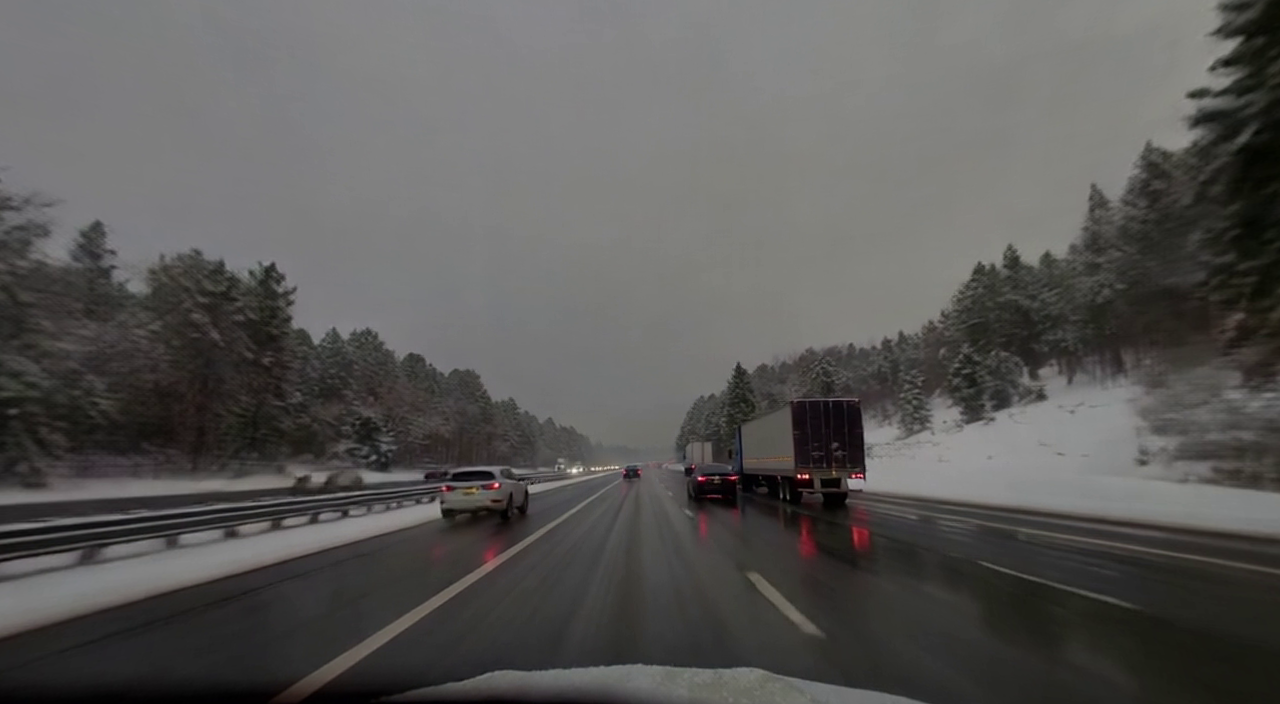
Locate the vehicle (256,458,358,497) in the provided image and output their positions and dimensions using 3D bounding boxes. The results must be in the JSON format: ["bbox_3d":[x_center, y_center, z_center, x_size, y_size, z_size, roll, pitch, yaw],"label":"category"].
[{"bbox_3d":[-15.198,5.753,29.020,1.949,1.577,4.837,1,-10,1],"label":"vehicle"}]

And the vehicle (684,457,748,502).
[{"bbox_3d":[3.143,5.391,26.870,2.050,1.708,4.457,1,-10,-1],"label":"vehicle"}]

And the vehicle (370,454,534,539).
[{"bbox_3d":[-3.789,3.033,13.711,2.065,1.485,4.682,1,-10,1],"label":"vehicle"}]

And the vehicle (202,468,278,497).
[{"bbox_3d":[-22.318,7.256,35.177,1.666,1.484,3.689,1,-11,2],"label":"vehicle"}]

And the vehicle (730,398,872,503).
[{"bbox_3d":[7.569,5.441,33.450,2.861,4.086,17.499,1,-10,0],"label":"vehicle"}]
